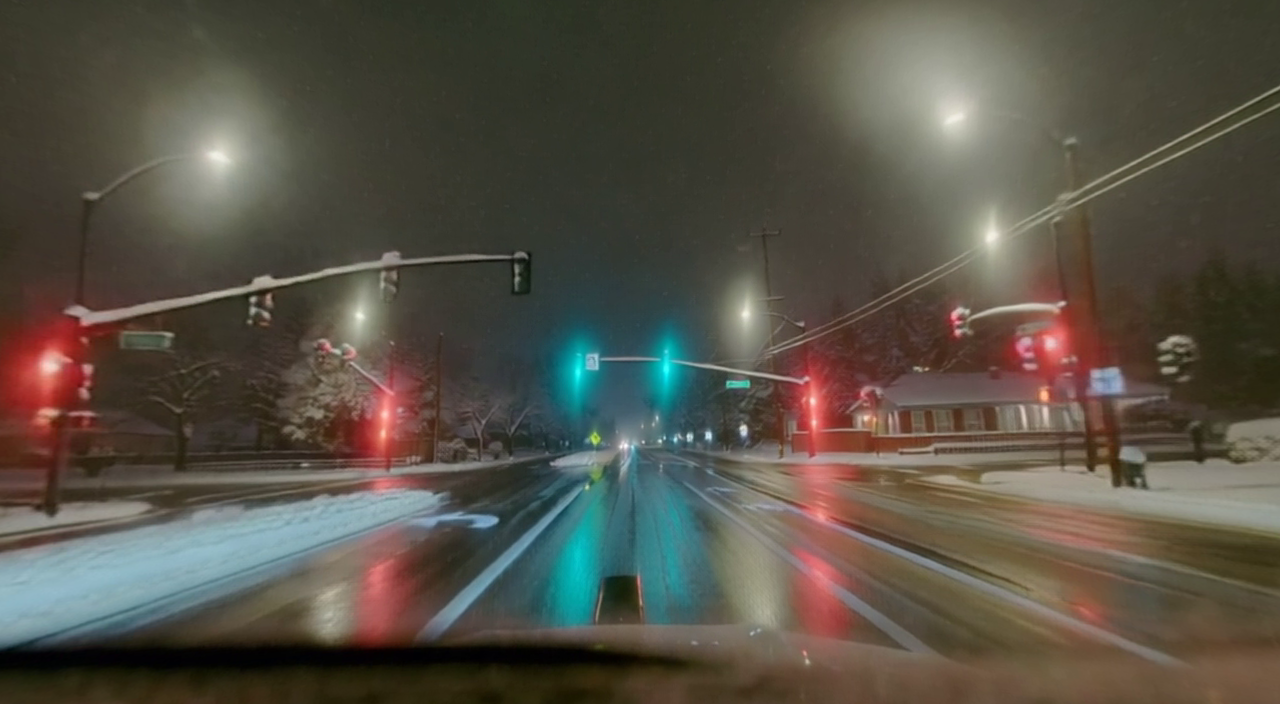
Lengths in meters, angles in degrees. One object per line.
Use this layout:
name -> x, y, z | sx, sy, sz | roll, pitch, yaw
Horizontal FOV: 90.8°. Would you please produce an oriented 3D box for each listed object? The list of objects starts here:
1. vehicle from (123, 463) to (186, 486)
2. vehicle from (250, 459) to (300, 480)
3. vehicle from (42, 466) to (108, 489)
vehicle -> -36.943, 9.316, 48.238 | 1.857, 1.491, 4.680 | 2, -9, -12
vehicle -> -28.741, 9.246, 49.880 | 1.974, 1.457, 4.248 | 1, -9, -10
vehicle -> -42.661, 9.481, 47.818 | 1.795, 1.485, 4.389 | 2, -9, -15
